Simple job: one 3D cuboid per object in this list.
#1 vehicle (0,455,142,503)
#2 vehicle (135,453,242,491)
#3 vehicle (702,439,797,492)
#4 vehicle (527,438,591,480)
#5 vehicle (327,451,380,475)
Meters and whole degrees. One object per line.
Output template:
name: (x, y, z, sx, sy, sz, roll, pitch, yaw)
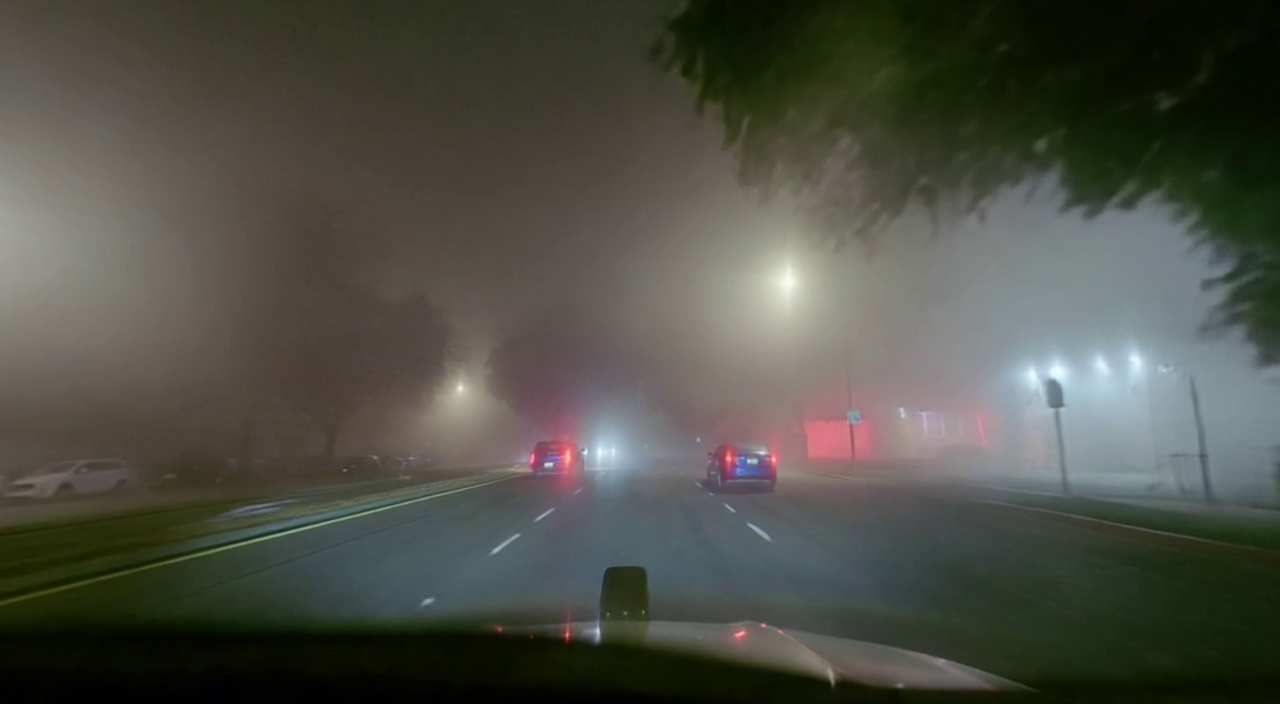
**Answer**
vehicle: (-22.709, 5.011, 25.308, 1.853, 1.693, 4.233, 0, -8, 1)
vehicle: (-22.524, 5.979, 31.730, 1.922, 1.682, 4.638, 0, -8, 0)
vehicle: (3.267, 3.482, 19.753, 2.083, 1.474, 4.360, 0, -8, -1)
vehicle: (-3.348, 4.508, 26.766, 2.113, 1.626, 4.129, 0, -8, 1)
vehicle: (-22.420, 8.695, 49.537, 1.918, 1.698, 4.581, 0, -8, 1)
